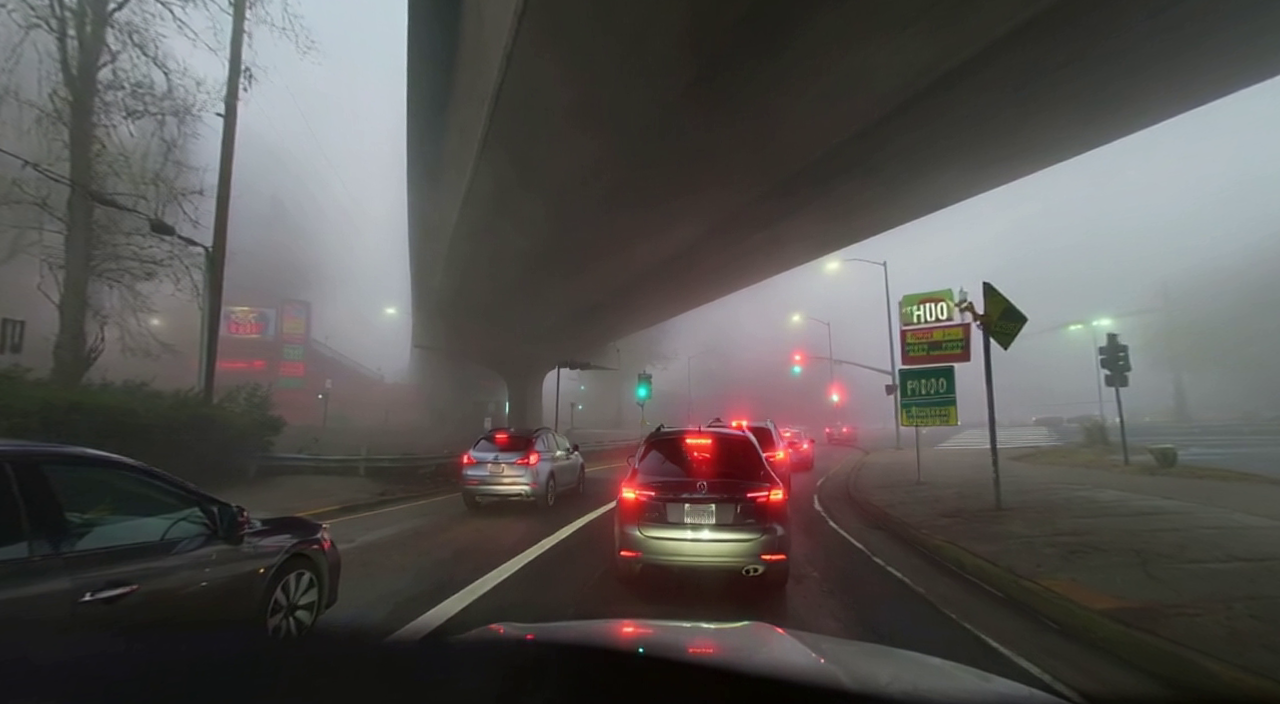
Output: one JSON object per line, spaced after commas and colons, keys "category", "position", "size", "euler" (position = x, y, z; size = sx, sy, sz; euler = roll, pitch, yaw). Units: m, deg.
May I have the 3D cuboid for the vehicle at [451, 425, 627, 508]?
{"category": "vehicle", "position": [-1.976, 2.482, 14.171], "size": [2.214, 1.519, 4.704], "euler": [-2, -9, 14]}

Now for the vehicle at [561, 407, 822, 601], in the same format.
{"category": "vehicle", "position": [0.737, 1.590, 7.548], "size": [2.195, 1.571, 4.353], "euler": [-2, -8, 9]}

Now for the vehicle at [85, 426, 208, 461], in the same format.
{"category": "vehicle", "position": [-30.608, 5.689, 39.286], "size": [5.457, 2.021, 2.213], "euler": [2, -9, -13]}

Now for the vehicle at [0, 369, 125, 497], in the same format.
{"category": "vehicle", "position": [-24.372, 2.736, 19.322], "size": [13.064, 3.755, 3.269], "euler": [-1, -8, -13]}
